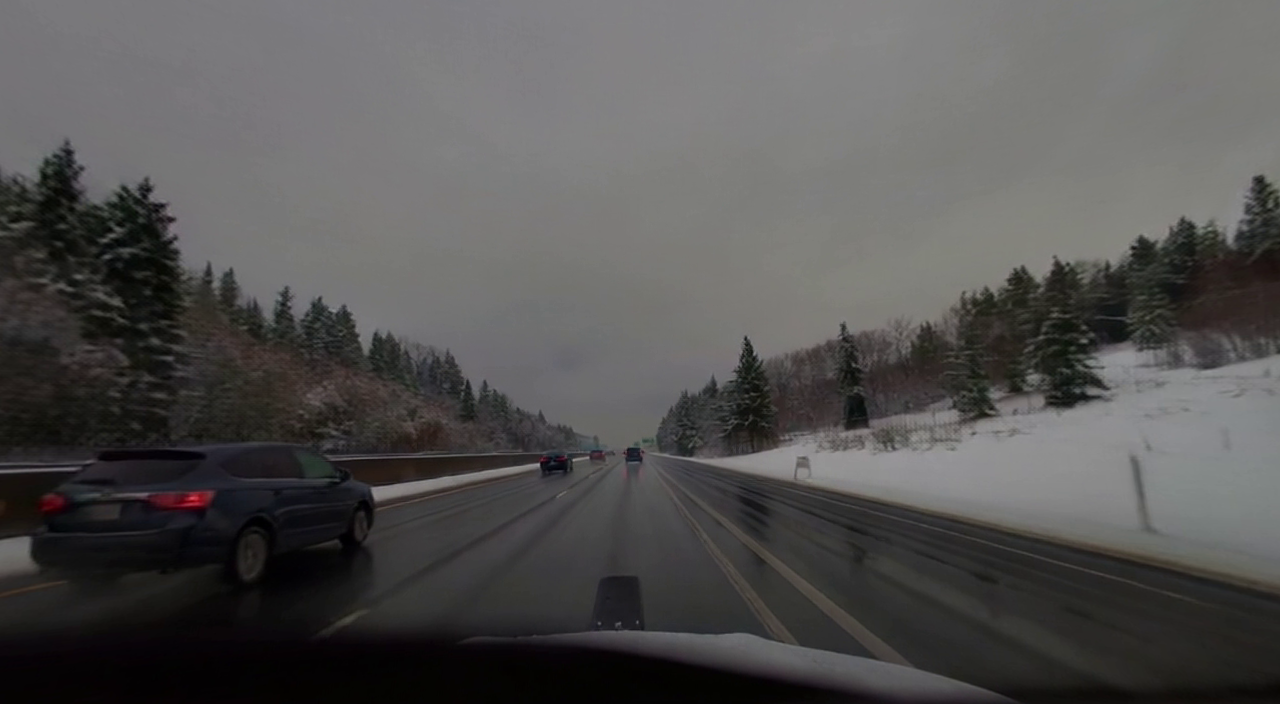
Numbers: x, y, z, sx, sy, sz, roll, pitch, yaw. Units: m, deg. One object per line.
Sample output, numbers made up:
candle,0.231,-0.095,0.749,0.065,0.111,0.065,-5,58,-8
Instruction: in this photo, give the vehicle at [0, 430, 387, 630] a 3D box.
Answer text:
vehicle,-4.637,1.688,7.044,1.838,1.508,4.317,0,-9,0

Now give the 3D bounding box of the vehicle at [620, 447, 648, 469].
vehicle,-0.510,8.261,49.304,2.070,1.603,4.806,0,-9,-2

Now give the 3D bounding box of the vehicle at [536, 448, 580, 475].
vehicle,-4.738,6.375,37.024,2.052,1.468,4.390,0,-9,-1
